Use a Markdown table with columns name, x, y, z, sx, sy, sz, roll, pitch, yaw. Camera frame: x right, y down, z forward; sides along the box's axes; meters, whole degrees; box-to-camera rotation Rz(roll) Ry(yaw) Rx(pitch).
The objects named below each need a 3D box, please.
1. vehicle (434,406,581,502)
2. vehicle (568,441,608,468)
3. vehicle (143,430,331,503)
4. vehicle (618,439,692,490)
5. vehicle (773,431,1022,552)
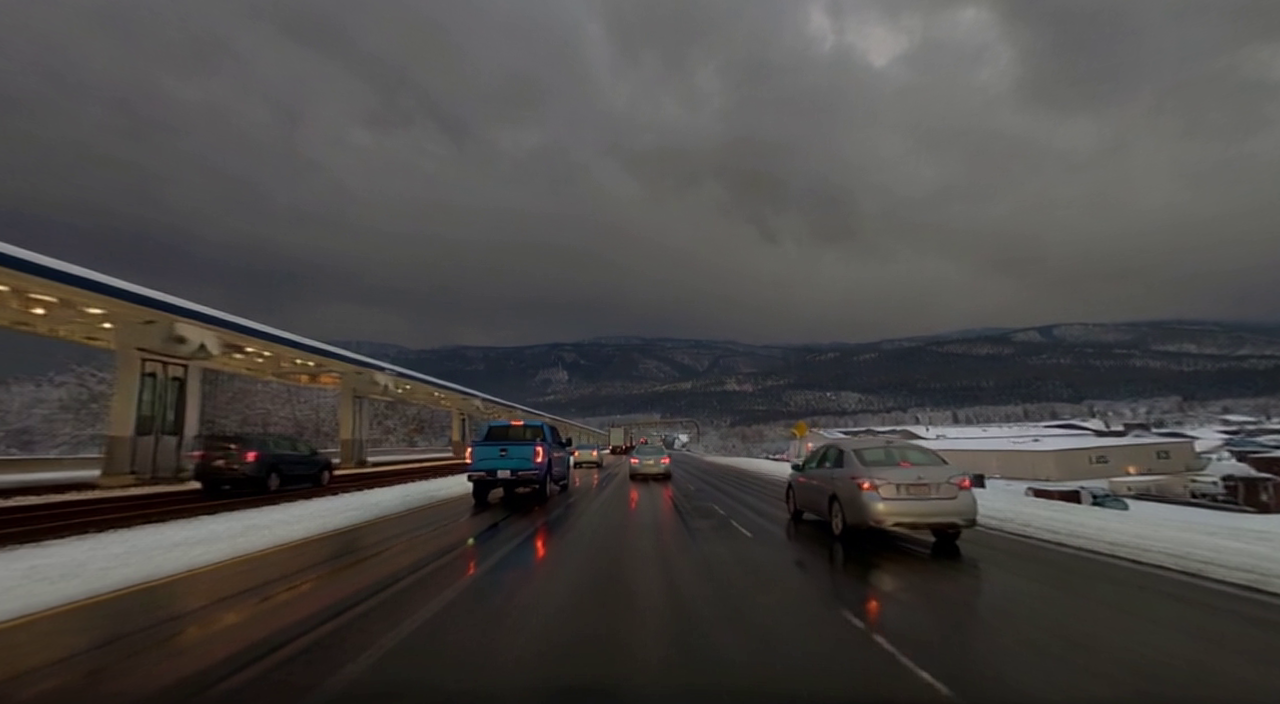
| name | x | y | z | sx | sy | sz | roll | pitch | yaw |
| --- | --- | --- | --- | --- | --- | --- | --- | --- | --- |
| vehicle | -3.412 | 2.889 | 18.133 | 2.733 | 2.230 | 6.820 | 0 | -9 | 0 |
| vehicle | -3.279 | 6.638 | 40.850 | 2.151 | 1.613 | 4.786 | 0 | -9 | 1 |
| vehicle | -10.795 | 3.095 | 17.444 | 2.137 | 1.728 | 4.665 | 0 | -9 | -1 |
| vehicle | 0.420 | 3.625 | 20.592 | 2.171 | 1.493 | 4.081 | 0 | -9 | -1 |
| vehicle | 3.753 | 2.120 | 10.371 | 2.023 | 1.510 | 4.773 | 0 | -9 | -1 |
